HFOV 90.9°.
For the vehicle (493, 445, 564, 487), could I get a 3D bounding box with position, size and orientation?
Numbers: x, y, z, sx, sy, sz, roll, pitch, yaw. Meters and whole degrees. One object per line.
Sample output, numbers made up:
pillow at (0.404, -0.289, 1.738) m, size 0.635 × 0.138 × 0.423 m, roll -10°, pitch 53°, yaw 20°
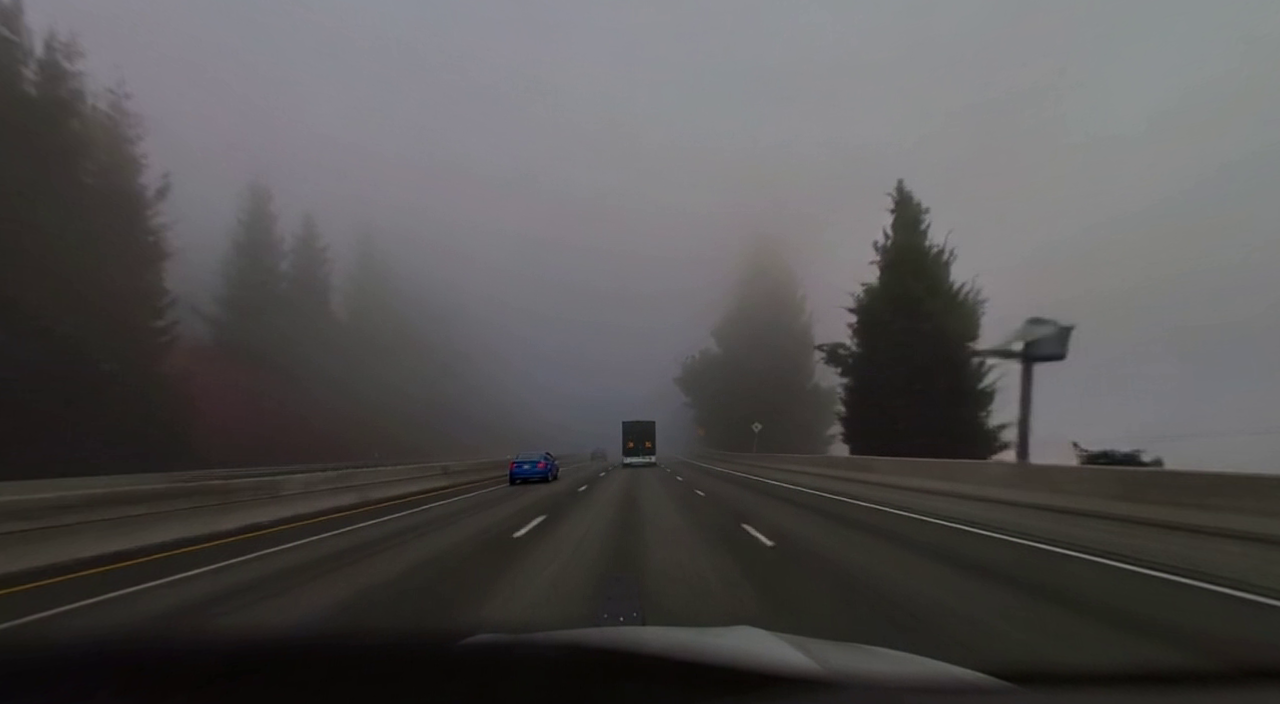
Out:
vehicle at (-4.268, 4.433, 24.869) m, size 1.916 × 1.506 × 4.476 m, roll 0°, pitch -9°, yaw 1°
